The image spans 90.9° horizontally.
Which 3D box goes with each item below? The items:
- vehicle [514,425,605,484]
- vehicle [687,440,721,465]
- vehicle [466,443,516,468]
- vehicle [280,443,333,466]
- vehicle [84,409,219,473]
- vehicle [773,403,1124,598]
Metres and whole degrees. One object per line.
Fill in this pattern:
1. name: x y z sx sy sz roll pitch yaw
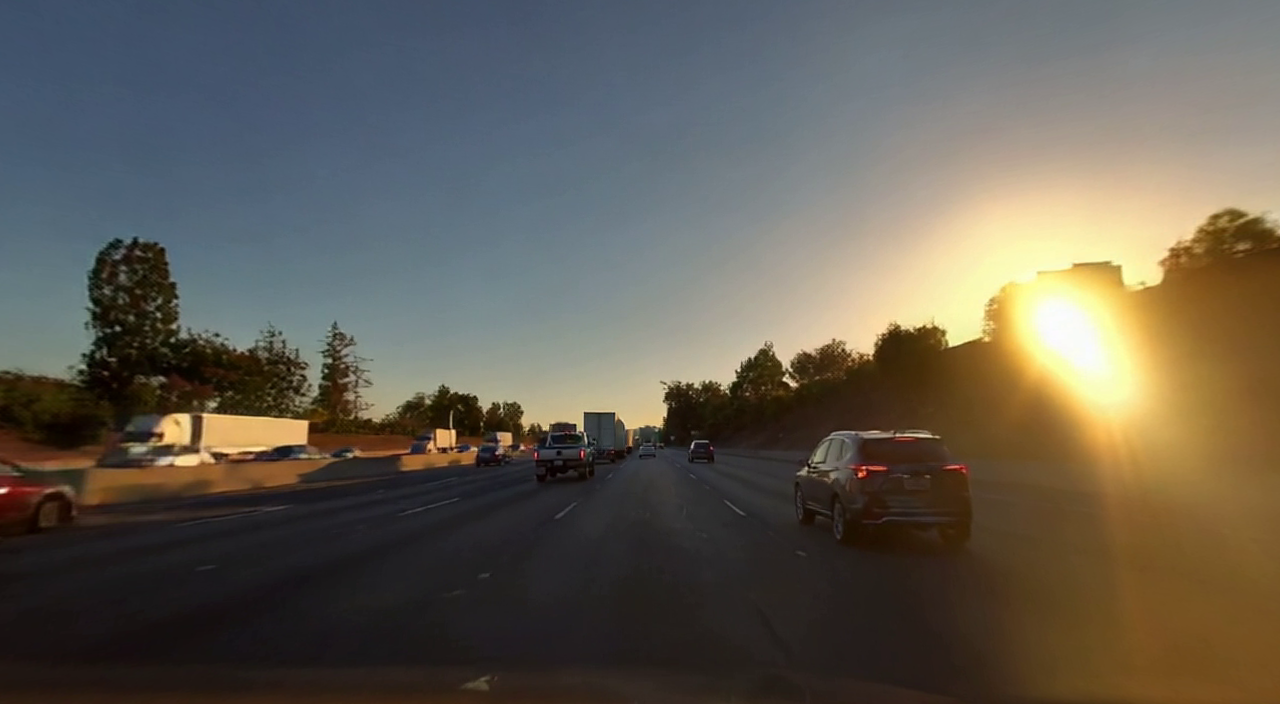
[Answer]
1. vehicle: -2.977 4.068 25.235 2.645 2.023 6.491 0 -8 1
2. vehicle: 4.512 7.129 44.964 2.026 1.661 3.865 0 -8 -1
3. vehicle: -9.607 6.675 40.935 1.981 1.495 4.834 0 -8 1
4. vehicle: -21.535 6.621 40.844 1.464 1.377 3.386 -1 -8 3
5. vehicle: -31.623 5.843 41.278 3.125 3.787 6.695 -1 -8 3
6. vehicle: 3.119 1.602 7.660 2.028 1.658 4.334 0 -8 0
